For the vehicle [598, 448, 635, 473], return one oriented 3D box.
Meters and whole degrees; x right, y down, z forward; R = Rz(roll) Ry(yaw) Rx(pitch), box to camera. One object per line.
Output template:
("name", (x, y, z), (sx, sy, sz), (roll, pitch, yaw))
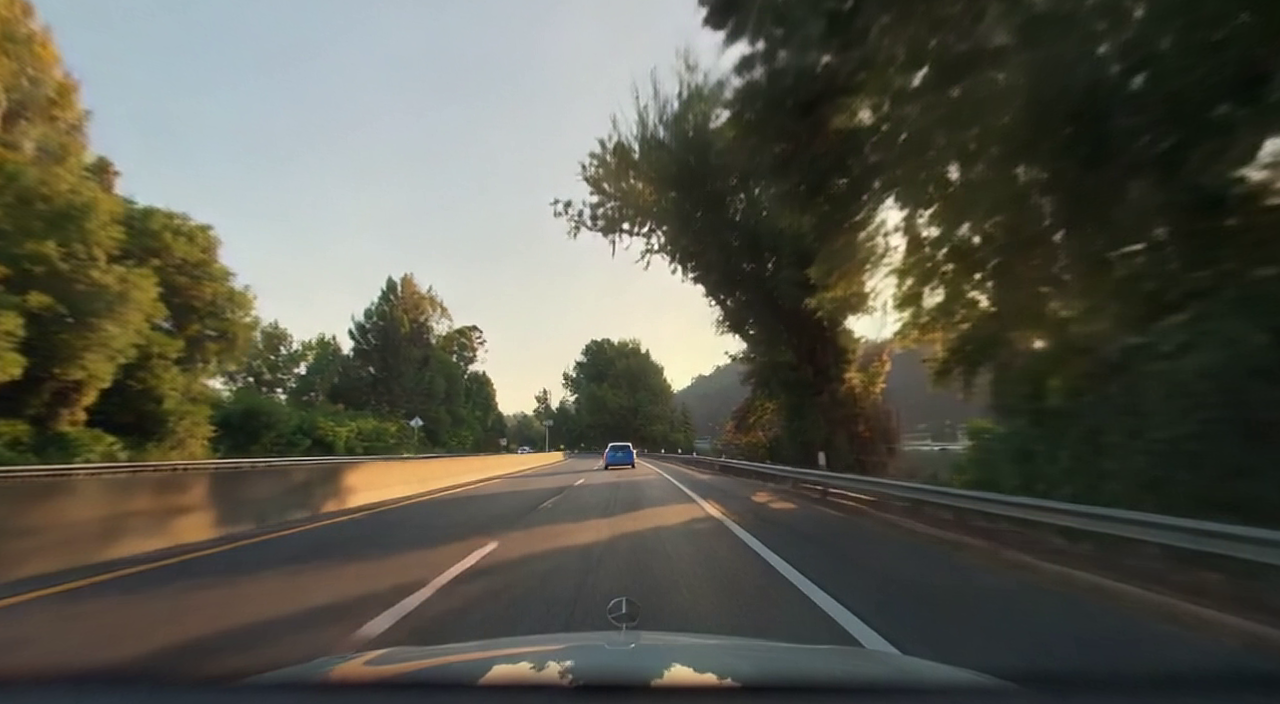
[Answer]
("vehicle", (-1.380, 6.543, 38.309), (2.126, 1.411, 4.433), (0, -9, 0))
